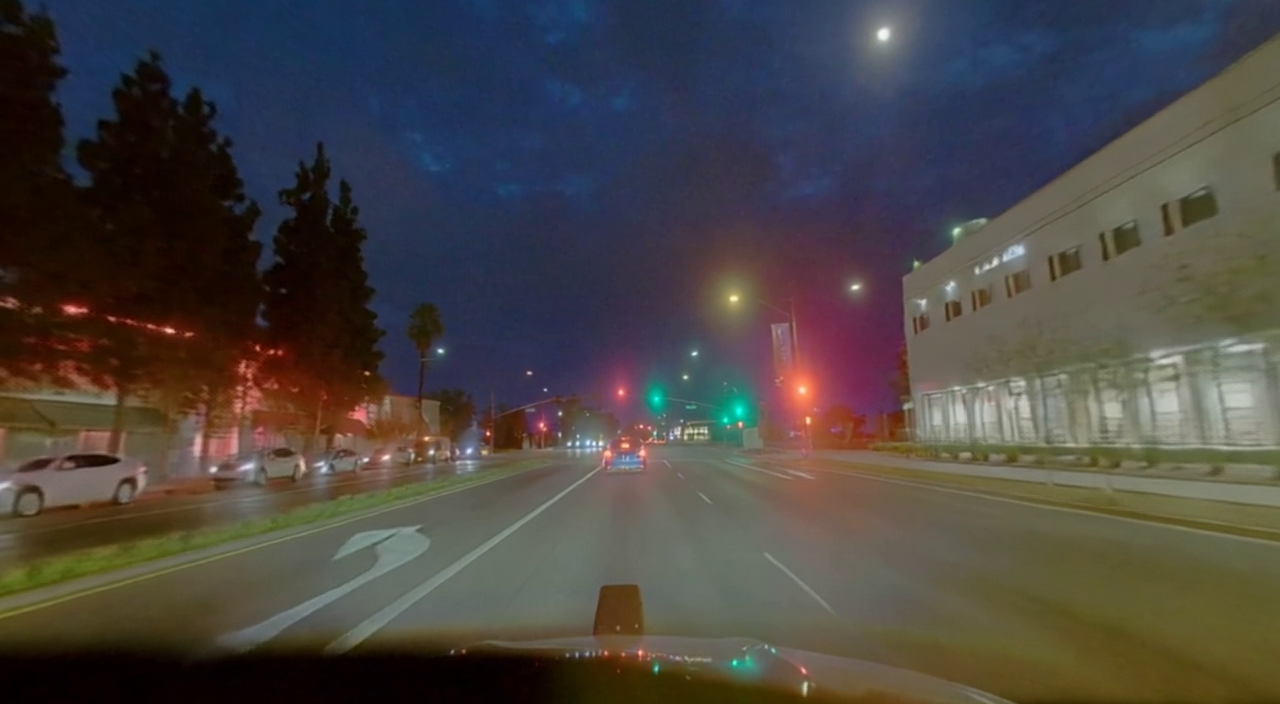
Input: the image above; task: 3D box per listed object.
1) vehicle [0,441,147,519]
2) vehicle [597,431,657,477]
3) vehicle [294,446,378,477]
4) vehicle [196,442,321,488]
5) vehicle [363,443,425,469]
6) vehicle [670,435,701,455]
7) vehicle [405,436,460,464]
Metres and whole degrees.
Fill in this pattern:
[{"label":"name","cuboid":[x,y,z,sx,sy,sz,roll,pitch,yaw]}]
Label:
[{"label":"vehicle","cuboid":[-15.626,3.275,16.481,1.981,1.755,4.113,-1,-9,3]},{"label":"vehicle","cuboid":[-0.429,3.737,23.261,2.045,1.510,3.690,-1,-8,0]},{"label":"vehicle","cuboid":[-15.723,5.676,33.021,1.931,1.455,5.023,-1,-9,0]},{"label":"vehicle","cuboid":[-15.631,4.626,26.281,2.130,1.692,4.734,-1,-9,2]},{"label":"vehicle","cuboid":[-15.688,6.661,40.610,2.131,1.560,4.563,-1,-9,1]},{"label":"vehicle","cuboid":[3.437,7.137,48.492,2.122,1.454,4.271,-1,-8,1]},{"label":"vehicle","cuboid":[-15.511,7.377,47.631,2.250,1.981,5.861,-1,-9,0]}]
